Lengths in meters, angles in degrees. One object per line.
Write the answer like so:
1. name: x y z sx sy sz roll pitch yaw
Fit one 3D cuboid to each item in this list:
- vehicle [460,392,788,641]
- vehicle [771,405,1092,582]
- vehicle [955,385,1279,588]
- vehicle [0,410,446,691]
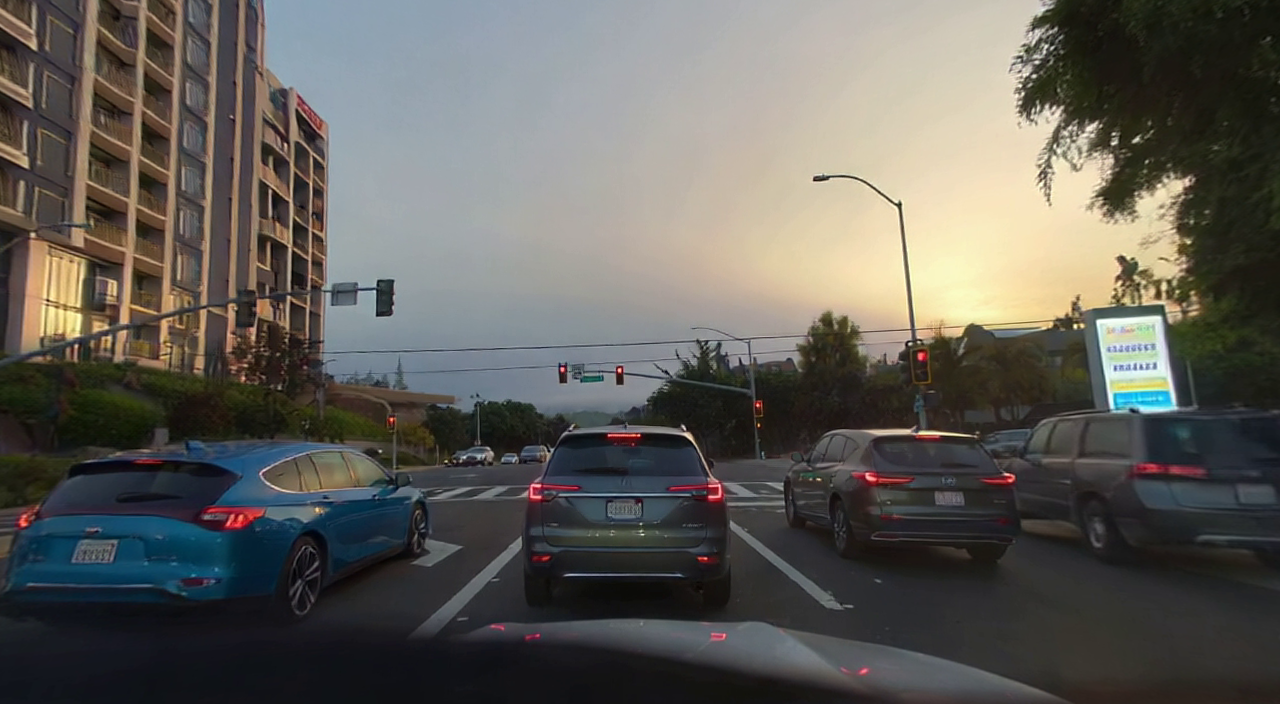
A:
1. vehicle: -0.121 1.421 6.446 2.195 1.662 4.262 0 -8 0
2. vehicle: 3.216 1.664 8.256 2.004 1.646 4.554 0 -8 0
3. vehicle: 6.041 1.544 8.031 2.081 1.790 4.839 -1 -9 8
4. vehicle: -3.544 1.425 5.820 1.906 1.524 4.547 0 -8 2
